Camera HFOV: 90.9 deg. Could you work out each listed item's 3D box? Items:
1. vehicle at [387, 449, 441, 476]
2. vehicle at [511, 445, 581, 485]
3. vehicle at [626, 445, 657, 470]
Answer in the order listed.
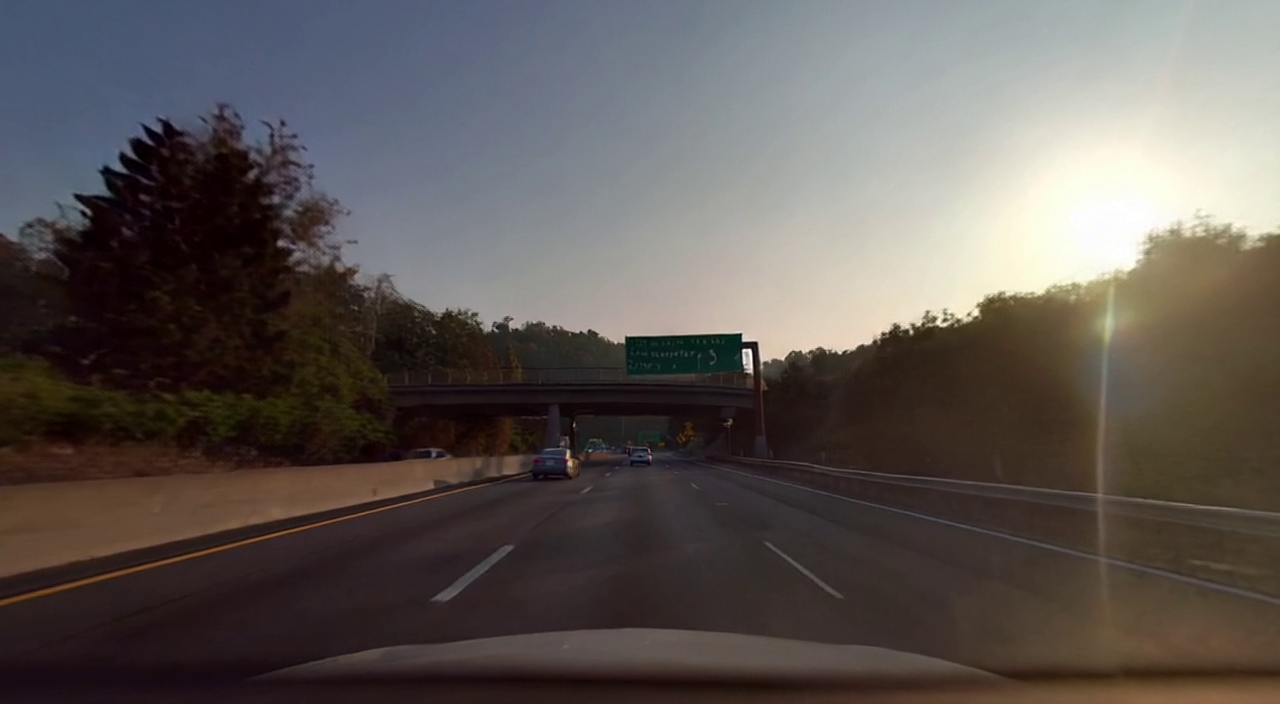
[{"bbox_3d":[-13.486,6.596,37.794,1.765,1.493,4.007,0,-9,-1],"label":"vehicle"},{"bbox_3d":[-3.738,4.602,25.942,2.157,1.483,4.601,0,-9,1],"label":"vehicle"},{"bbox_3d":[0.090,7.006,42.047,2.011,1.590,3.607,0,-9,0],"label":"vehicle"}]
